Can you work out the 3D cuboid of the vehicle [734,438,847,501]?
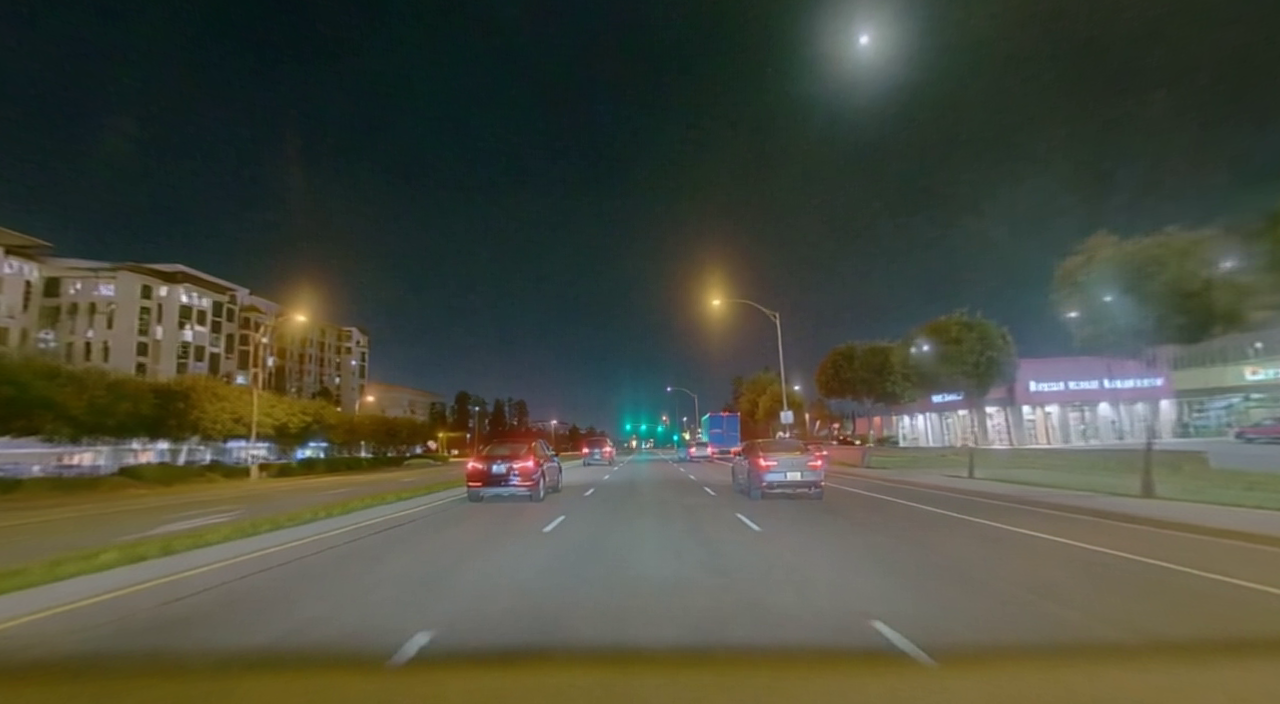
[{"bbox_3d":[3.831,3.059,16.832,1.972,1.452,4.189,0,-8,0],"label":"vehicle"}]

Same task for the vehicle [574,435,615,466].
[{"bbox_3d":[-2.694,6.029,38.662,2.137,1.796,4.304,0,-8,1],"label":"vehicle"}]

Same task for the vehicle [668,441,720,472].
[{"bbox_3d":[2.706,5.376,32.730,2.020,1.461,4.326,1,-8,-5],"label":"vehicle"}]

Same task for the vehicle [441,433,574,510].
[{"bbox_3d":[-2.855,2.684,14.693,2.003,1.509,4.396,0,-8,2],"label":"vehicle"}]
